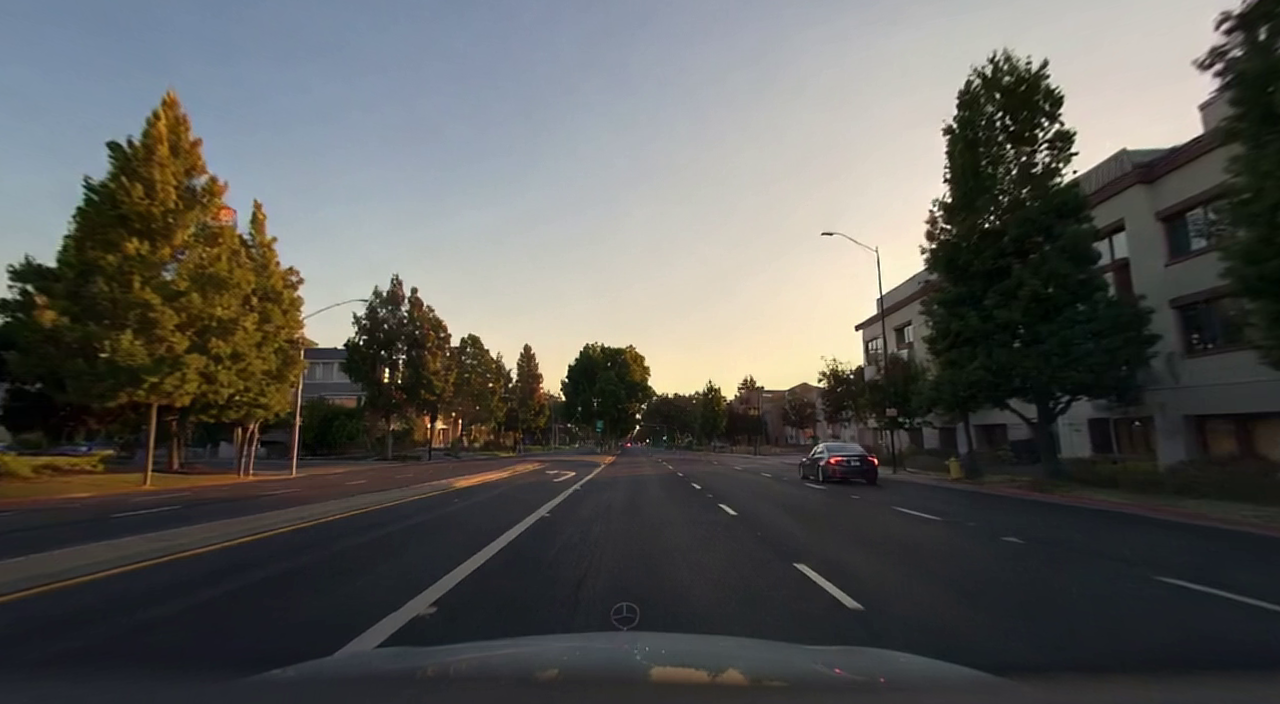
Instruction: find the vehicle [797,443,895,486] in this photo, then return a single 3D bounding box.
[{"bbox_3d":[7.440,4.107,23.312,2.054,1.421,4.487,0,-8,-1],"label":"vehicle"}]
